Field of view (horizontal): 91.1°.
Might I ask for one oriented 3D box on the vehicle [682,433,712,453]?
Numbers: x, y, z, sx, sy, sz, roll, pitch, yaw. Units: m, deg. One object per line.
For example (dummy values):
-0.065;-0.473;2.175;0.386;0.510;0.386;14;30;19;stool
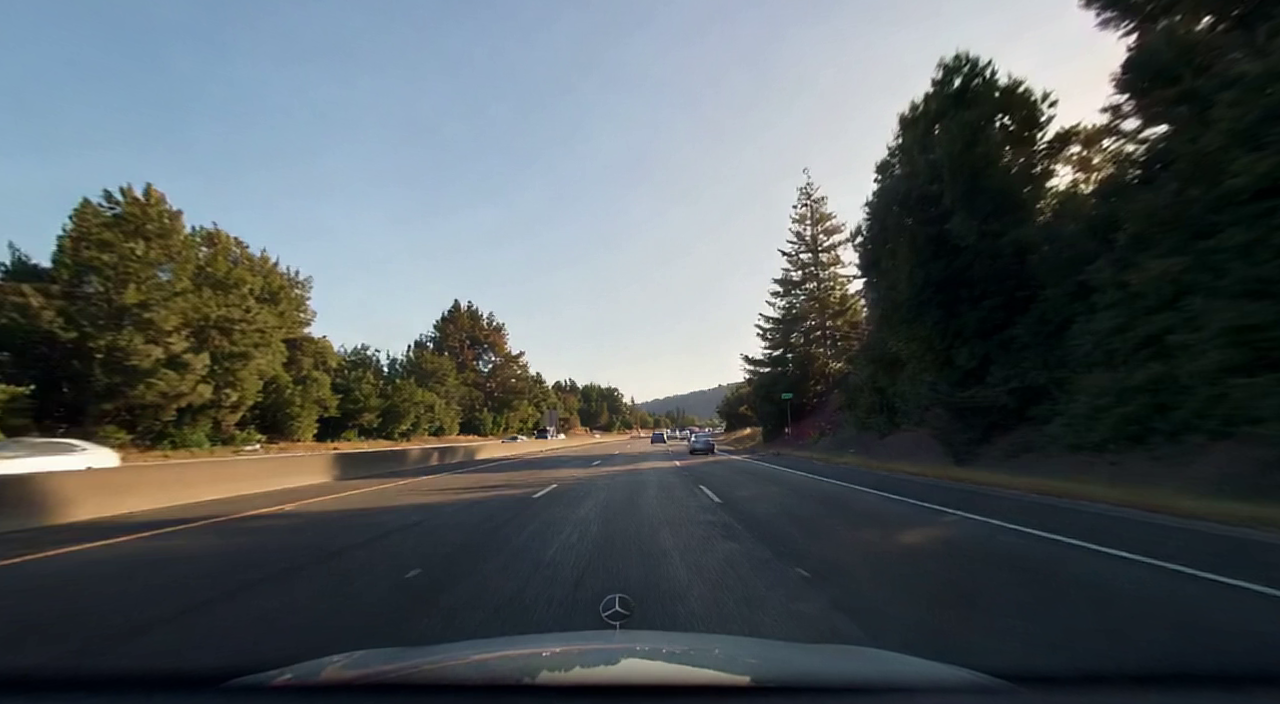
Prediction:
4.335;7.008;48.561;1.982;1.452;4.294;0;-8;1;vehicle
